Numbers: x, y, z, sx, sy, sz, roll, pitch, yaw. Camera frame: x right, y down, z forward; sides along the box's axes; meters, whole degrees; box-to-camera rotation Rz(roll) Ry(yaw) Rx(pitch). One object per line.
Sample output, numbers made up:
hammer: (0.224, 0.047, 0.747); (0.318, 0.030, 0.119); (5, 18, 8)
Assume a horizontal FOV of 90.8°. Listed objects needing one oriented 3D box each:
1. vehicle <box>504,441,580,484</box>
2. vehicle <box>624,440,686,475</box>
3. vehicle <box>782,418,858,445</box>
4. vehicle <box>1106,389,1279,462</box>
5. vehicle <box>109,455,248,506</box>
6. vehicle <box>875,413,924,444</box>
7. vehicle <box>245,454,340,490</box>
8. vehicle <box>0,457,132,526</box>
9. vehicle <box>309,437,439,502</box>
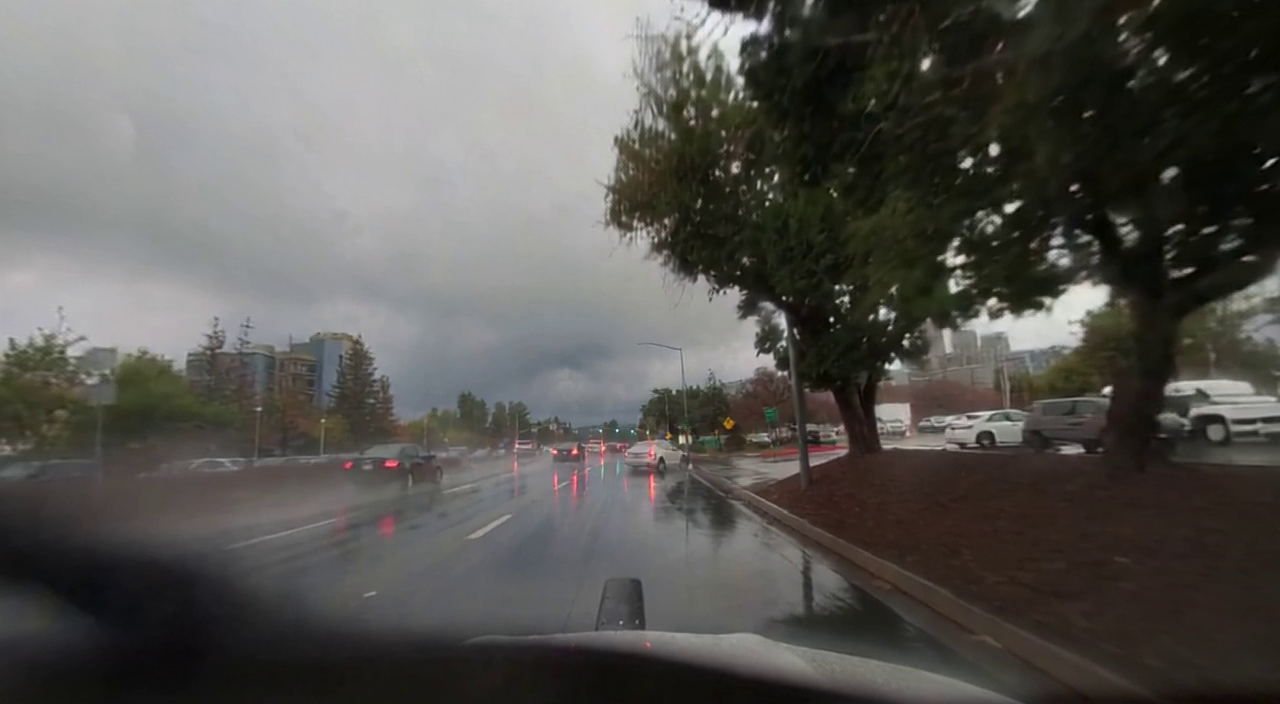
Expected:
vehicle: (-3.680, 4.225, 24.547); (2.235, 1.500, 4.420); (0, -8, 0)
vehicle: (0.802, 4.969, 30.143); (2.208, 1.513, 4.504); (-2, -9, 11)
vehicle: (13.819, 6.147, 48.846); (5.161, 1.993, 2.293); (0, -8, 1)
vehicle: (13.555, 1.628, 13.794); (4.959, 1.455, 2.203); (0, -8, 1)
vehicle: (-16.913, 4.682, 23.482); (1.858, 1.612, 4.398); (0, -8, -1)
vehicle: (18.601, 5.613, 45.578); (2.569, 2.081, 6.193); (-3, -9, 16)
vehicle: (-16.895, 5.829, 31.024); (1.923, 1.543, 4.687); (0, -8, 1)
vehicle: (-17.082, 3.827, 17.753); (1.874, 1.626, 4.447); (0, -8, -1)
vehicle: (-7.931, 3.515, 19.380); (2.054, 1.744, 4.422); (0, -8, 0)
